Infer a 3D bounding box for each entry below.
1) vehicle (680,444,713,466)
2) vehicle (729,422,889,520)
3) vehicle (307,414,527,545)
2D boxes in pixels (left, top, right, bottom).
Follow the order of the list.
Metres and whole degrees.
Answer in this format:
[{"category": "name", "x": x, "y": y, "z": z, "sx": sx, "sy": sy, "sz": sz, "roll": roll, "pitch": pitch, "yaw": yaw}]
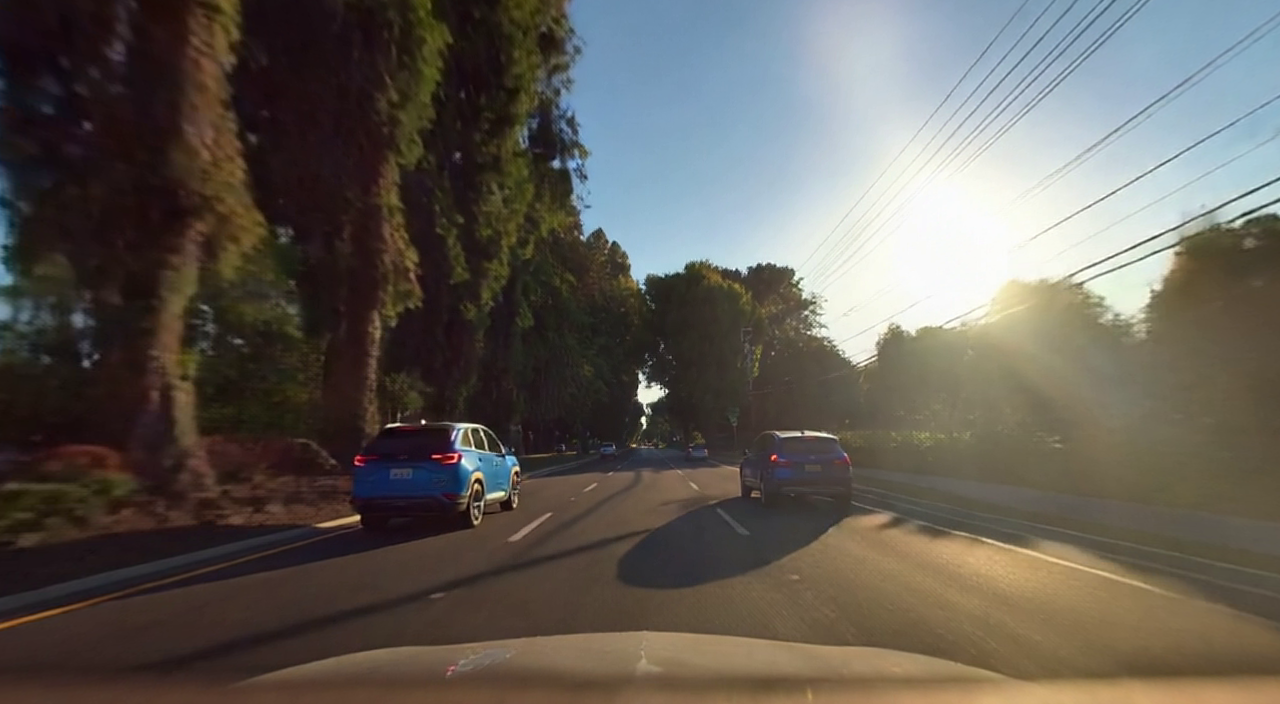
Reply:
[{"category": "vehicle", "x": 3.890, "y": 7.193, "z": 44.159, "sx": 1.906, "sy": 1.468, "sz": 4.422, "roll": 0, "pitch": -8, "yaw": 0}, {"category": "vehicle", "x": 3.360, "y": 2.479, "z": 13.625, "sx": 2.182, "sy": 1.744, "sz": 4.464, "roll": 0, "pitch": -8, "yaw": 0}, {"category": "vehicle", "x": -3.481, "y": 2.082, "z": 10.979, "sx": 2.104, "sy": 1.785, "sz": 4.494, "roll": 0, "pitch": -8, "yaw": 1}]
